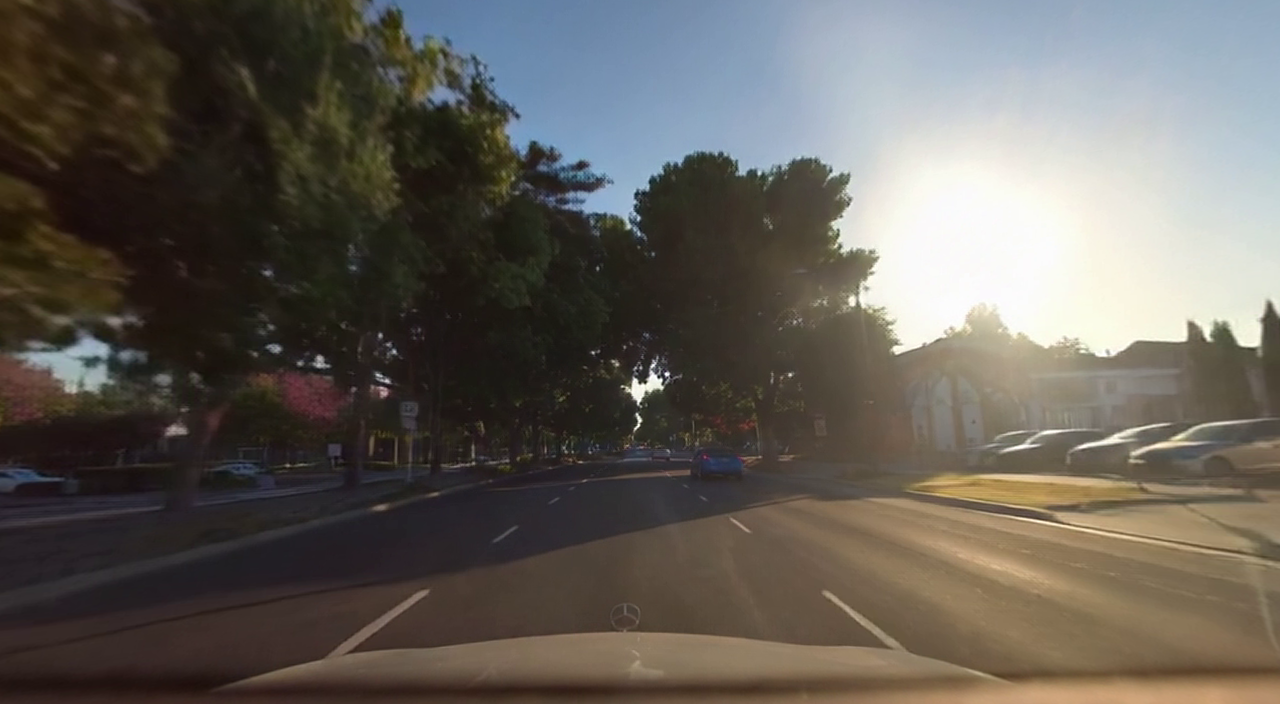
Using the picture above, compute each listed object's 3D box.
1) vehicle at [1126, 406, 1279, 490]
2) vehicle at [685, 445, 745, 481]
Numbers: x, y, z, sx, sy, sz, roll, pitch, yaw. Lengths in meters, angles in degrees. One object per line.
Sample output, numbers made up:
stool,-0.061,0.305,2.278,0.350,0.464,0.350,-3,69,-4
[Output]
vehicle,16.164,2.423,16.025,5.749,1.961,2.230,0,-8,-1
vehicle,3.333,5.005,28.896,2.033,1.482,4.571,0,-8,-2
